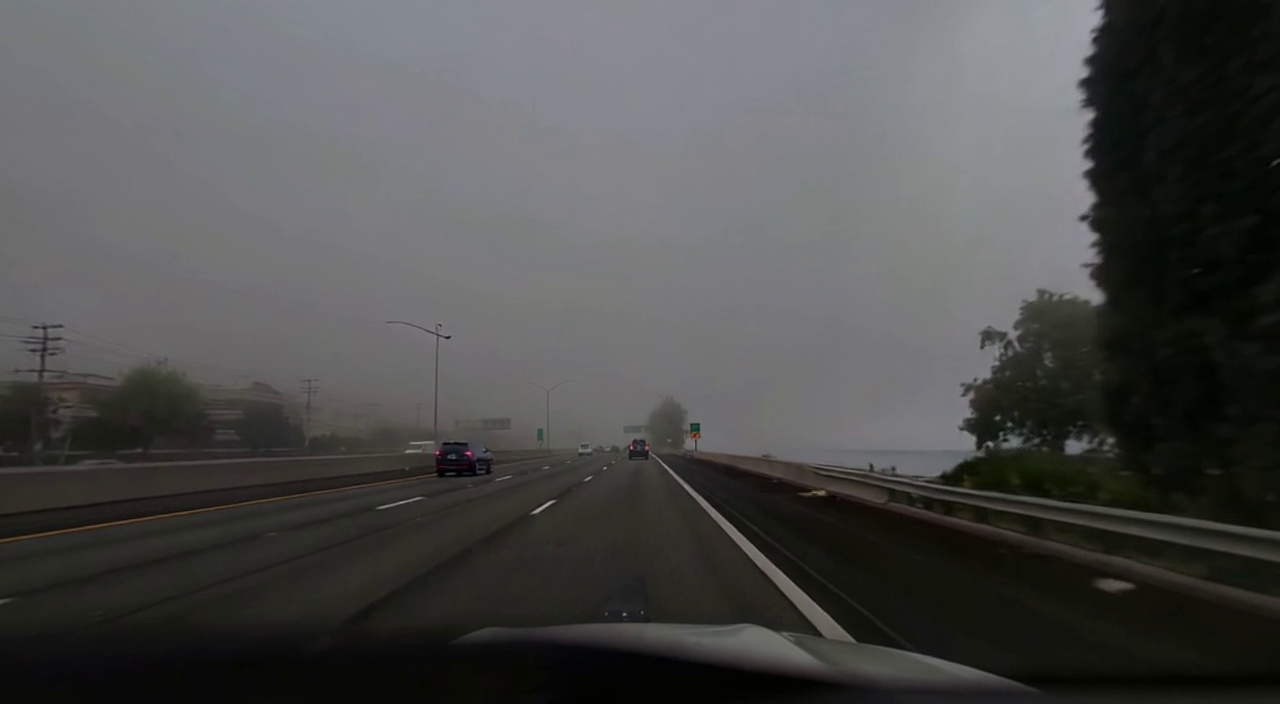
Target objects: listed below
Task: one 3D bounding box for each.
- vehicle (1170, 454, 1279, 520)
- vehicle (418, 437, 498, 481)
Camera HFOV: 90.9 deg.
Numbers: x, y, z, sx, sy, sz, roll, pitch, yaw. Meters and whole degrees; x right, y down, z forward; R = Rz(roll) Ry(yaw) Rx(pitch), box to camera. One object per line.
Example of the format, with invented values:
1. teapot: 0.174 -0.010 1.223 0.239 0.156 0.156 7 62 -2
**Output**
1. vehicle: 19.980 4.183 19.782 4.533 1.883 2.245 -1 -9 4
2. vehicle: -7.179 4.237 25.282 1.946 1.590 4.042 0 -9 1
